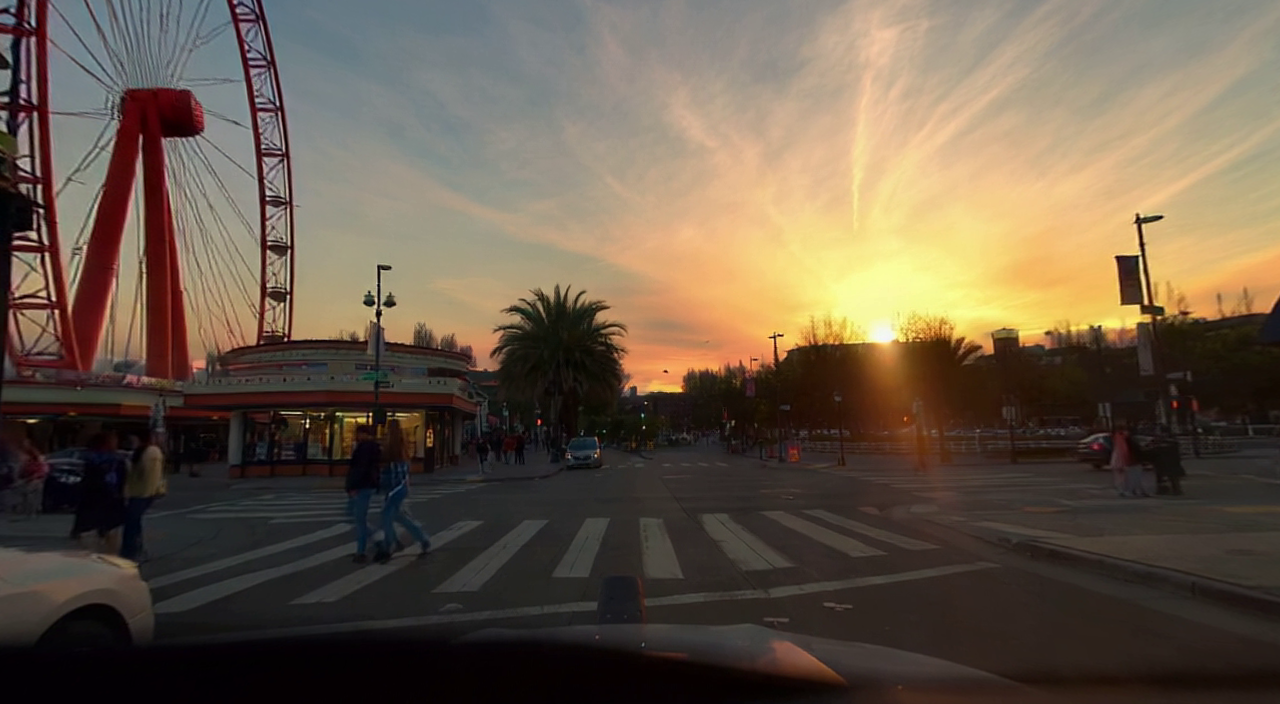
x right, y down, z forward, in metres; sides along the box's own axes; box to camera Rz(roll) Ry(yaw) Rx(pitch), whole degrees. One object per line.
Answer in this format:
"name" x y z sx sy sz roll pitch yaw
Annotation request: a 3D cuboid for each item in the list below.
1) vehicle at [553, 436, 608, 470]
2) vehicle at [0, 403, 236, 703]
"vehicle" -3.888 6.408 40.250 2.549 2.000 5.699 2 -9 -15
"vehicle" -3.377 0.787 1.190 1.940 1.505 4.676 -1 -9 3
